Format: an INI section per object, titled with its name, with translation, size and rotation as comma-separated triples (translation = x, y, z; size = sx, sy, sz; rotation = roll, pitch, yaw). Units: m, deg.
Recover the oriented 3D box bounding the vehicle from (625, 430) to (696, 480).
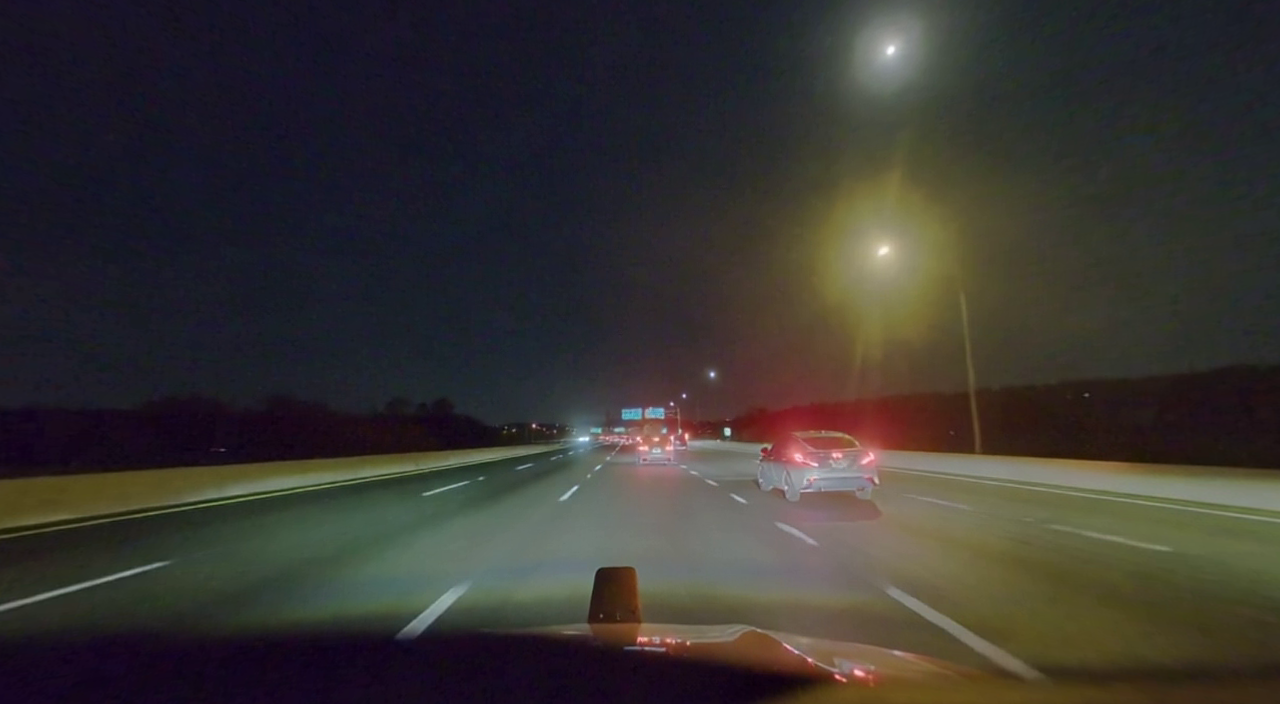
[vehicle]
translation = 0.564, 3.299, 20.451
size = 2.046, 1.467, 3.844
rotation = 0, -8, -2
